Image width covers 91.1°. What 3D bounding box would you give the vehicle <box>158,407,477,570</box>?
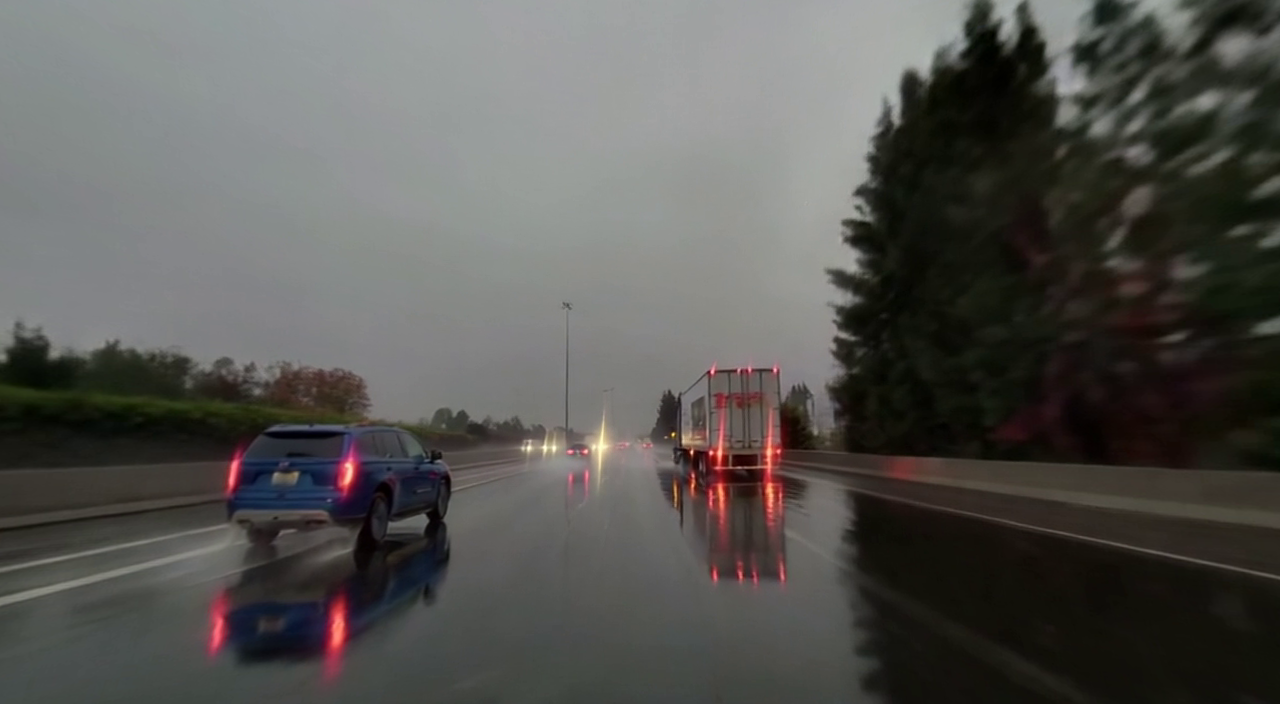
[{"bbox_3d":[-4.128,1.841,9.239,2.202,1.760,4.617,0,-9,0],"label":"vehicle"}]

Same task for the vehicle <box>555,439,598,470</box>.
[{"bbox_3d":[-3.689,6.088,37.352,2.139,1.716,4.530,0,-9,0],"label":"vehicle"}]

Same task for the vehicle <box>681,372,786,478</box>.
[{"bbox_3d":[4.167,3.963,32.128,2.998,4.236,13.886,0,-9,-1],"label":"vehicle"}]
